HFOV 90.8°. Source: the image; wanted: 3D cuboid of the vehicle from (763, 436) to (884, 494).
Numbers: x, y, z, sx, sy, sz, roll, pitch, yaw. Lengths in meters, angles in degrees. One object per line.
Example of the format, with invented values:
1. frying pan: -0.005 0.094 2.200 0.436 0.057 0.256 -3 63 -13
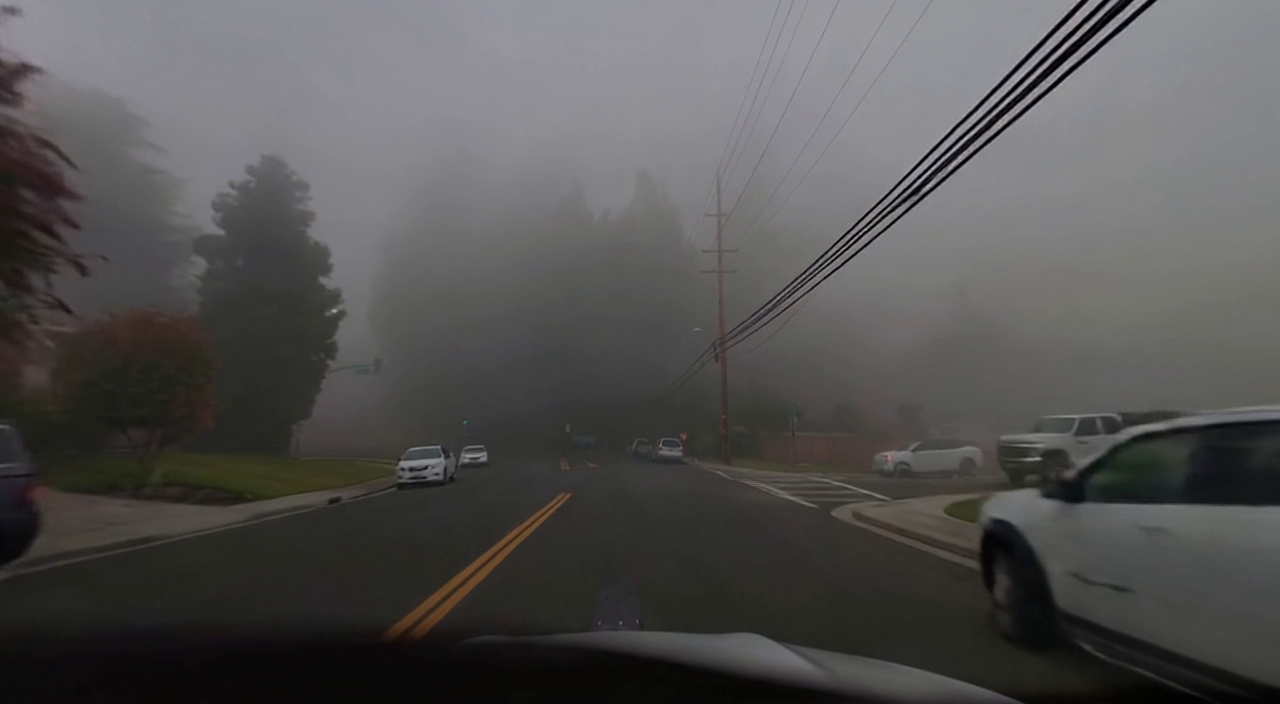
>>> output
1. vehicle: 5.931 3.545 20.177 1.944 1.636 4.140 -8 -12 43

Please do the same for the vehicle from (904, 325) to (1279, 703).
1. vehicle: 3.481 0.841 2.725 2.178 1.757 5.495 0 -9 -2

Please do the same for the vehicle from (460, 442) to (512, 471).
1. vehicle: -8.713 5.821 35.487 2.033 1.477 4.626 4 -9 -23

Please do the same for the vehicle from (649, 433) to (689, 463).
1. vehicle: 1.995 6.925 45.613 2.173 1.992 5.891 1 -9 -4

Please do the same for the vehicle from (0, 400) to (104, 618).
1. vehicle: -6.468 1.066 3.635 2.158 1.817 5.230 0 -9 0

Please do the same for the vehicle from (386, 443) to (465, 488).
1. vehicle: -7.722 4.091 23.162 1.997 1.456 4.319 1 -9 -9
